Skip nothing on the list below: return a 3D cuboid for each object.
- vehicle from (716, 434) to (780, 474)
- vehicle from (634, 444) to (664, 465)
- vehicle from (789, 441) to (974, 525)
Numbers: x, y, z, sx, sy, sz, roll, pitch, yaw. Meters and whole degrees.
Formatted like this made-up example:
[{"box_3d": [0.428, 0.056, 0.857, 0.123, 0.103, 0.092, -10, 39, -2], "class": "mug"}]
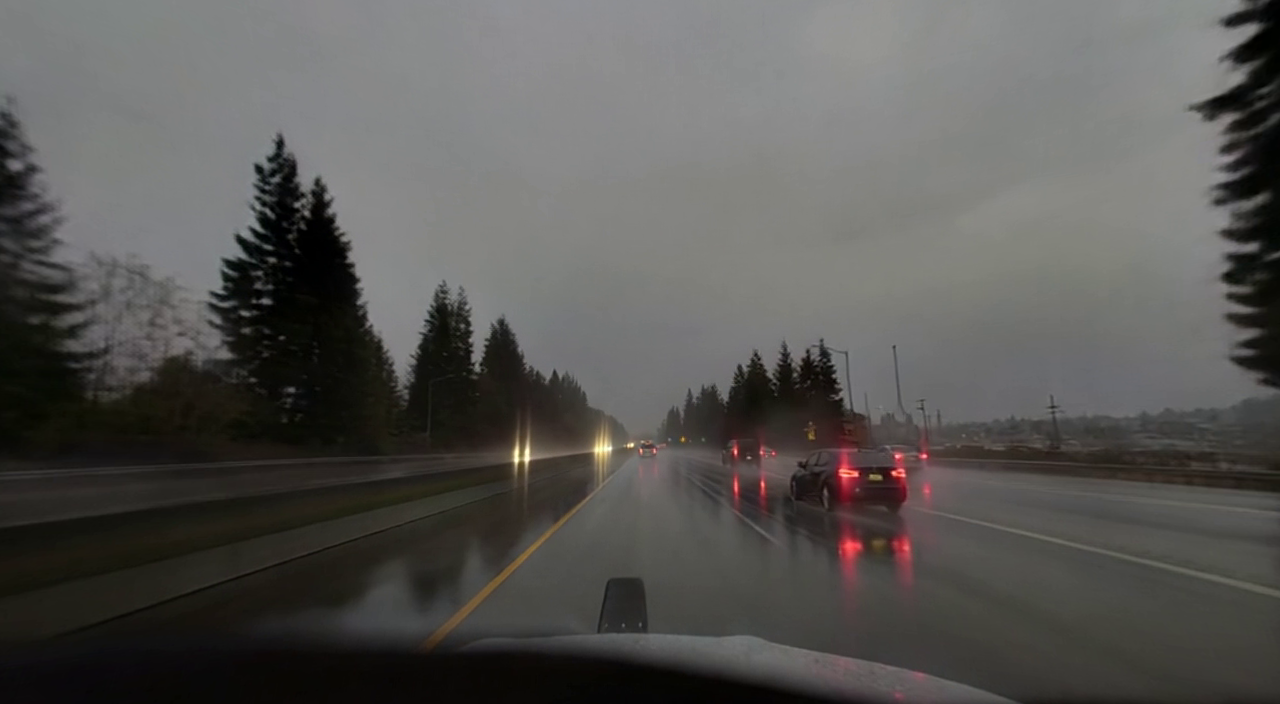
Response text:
[{"box_3d": [5.564, 5.338, 33.067, 2.206, 1.902, 5.460, 0, -8, -2], "class": "vehicle"}, {"box_3d": [0.608, 7.375, 45.364, 2.052, 1.472, 4.295, 0, -8, 0], "class": "vehicle"}, {"box_3d": [4.861, 2.665, 13.554, 1.904, 1.453, 4.789, 0, -8, -3], "class": "vehicle"}]
